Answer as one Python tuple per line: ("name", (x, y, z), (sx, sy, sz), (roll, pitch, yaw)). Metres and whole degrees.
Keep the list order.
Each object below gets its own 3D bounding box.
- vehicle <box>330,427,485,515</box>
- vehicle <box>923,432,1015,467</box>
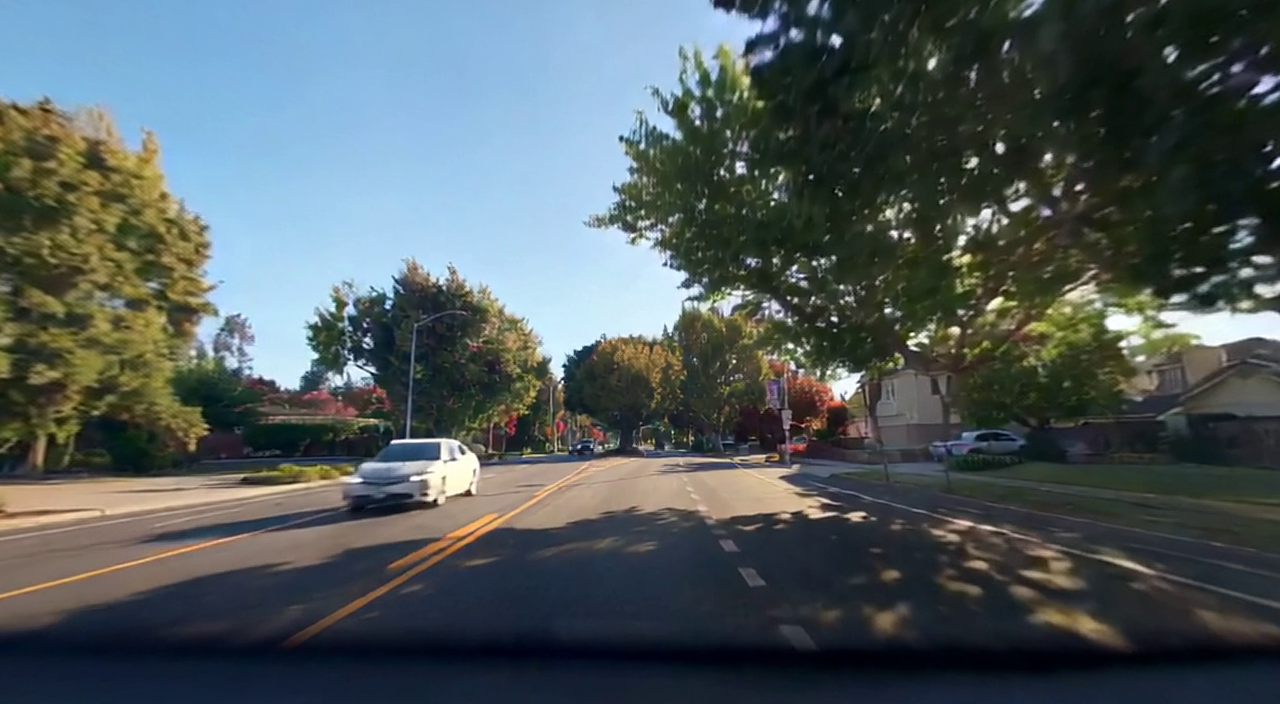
("vehicle", (-4.609, 2.396, 13.168), (1.774, 1.525, 3.897), (0, -8, 0))
("vehicle", (15.966, 4.755, 30.901), (1.901, 1.547, 4.411), (0, -8, -4))
